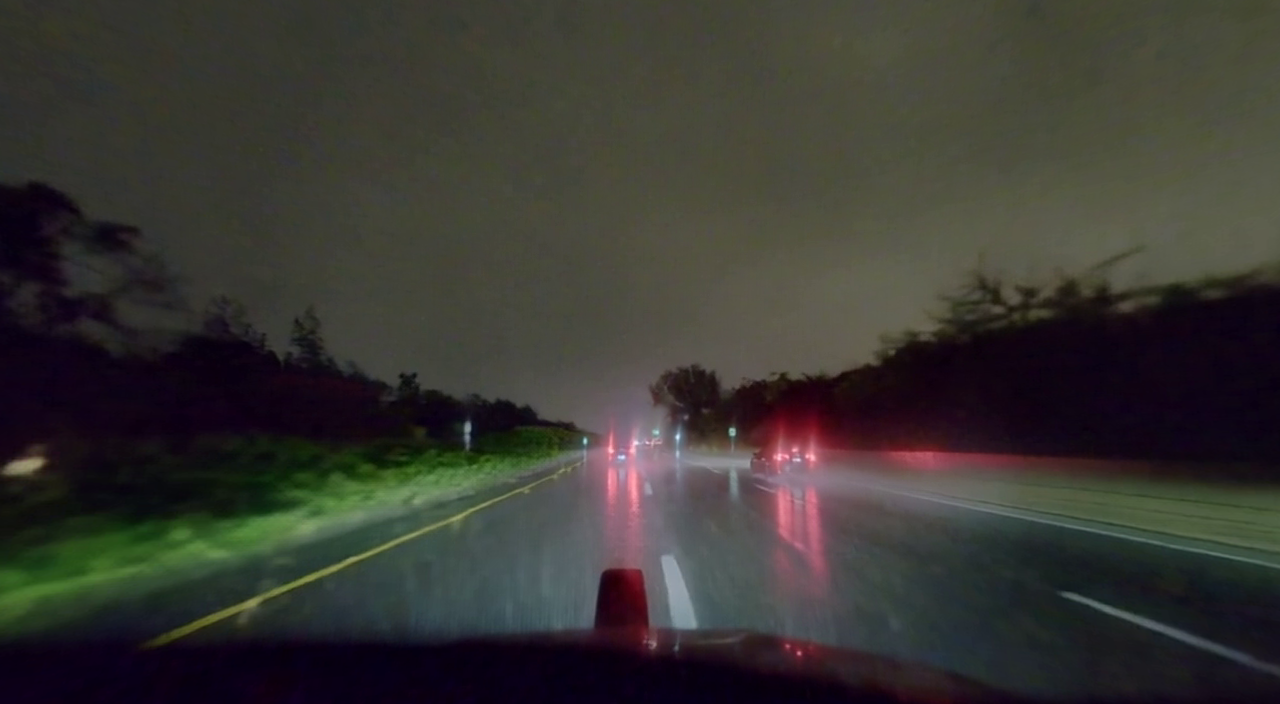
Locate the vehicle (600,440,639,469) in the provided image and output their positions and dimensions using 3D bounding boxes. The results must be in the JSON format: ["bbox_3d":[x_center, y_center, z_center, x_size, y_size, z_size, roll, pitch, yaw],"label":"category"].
[{"bbox_3d":[-1.097,5.591,34.518,1.991,1.475,4.302,0,-8,-2],"label":"vehicle"}]

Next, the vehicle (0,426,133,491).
[{"bbox_3d":[-20.604,3.539,21.130,2.248,1.954,5.866,0,-8,1],"label":"vehicle"}]
